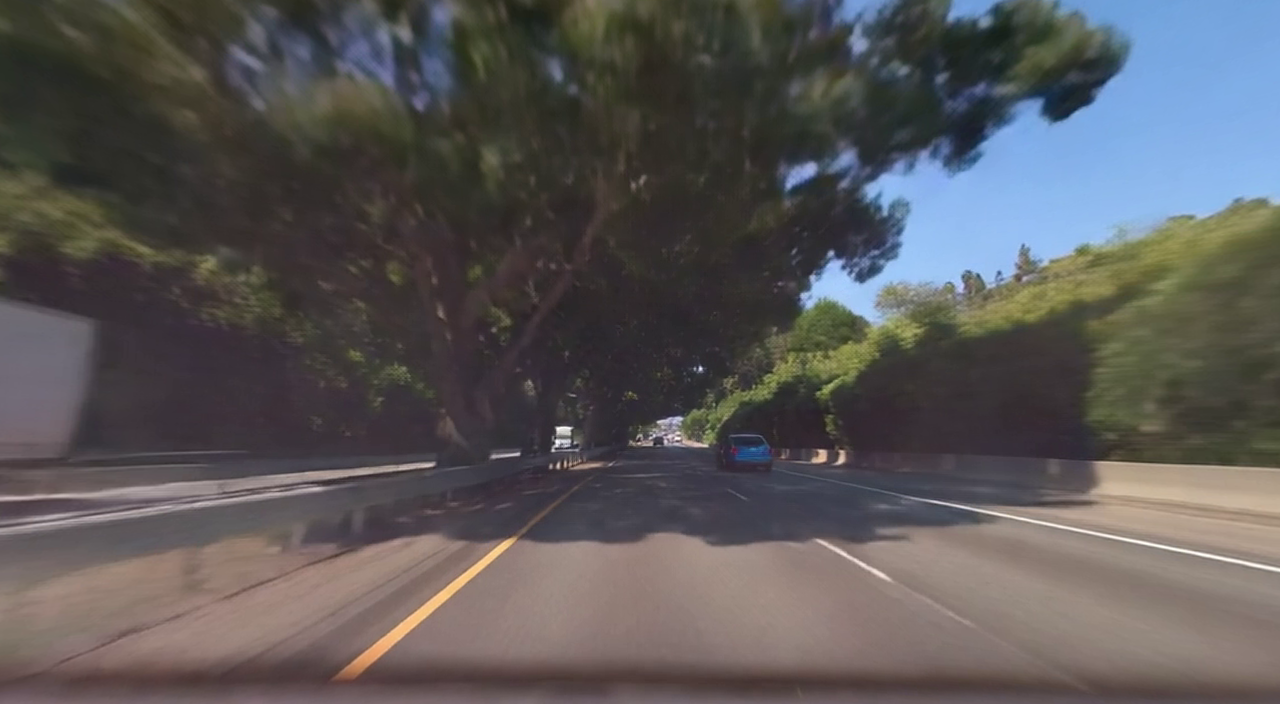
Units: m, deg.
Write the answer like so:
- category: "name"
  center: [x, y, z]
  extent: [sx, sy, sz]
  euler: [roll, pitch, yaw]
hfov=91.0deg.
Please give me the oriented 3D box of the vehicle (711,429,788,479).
- category: "vehicle"
  center: [3.942, 3.754, 23.401]
  extent: [2.022, 1.663, 4.245]
  euler: [0, -8, -1]
